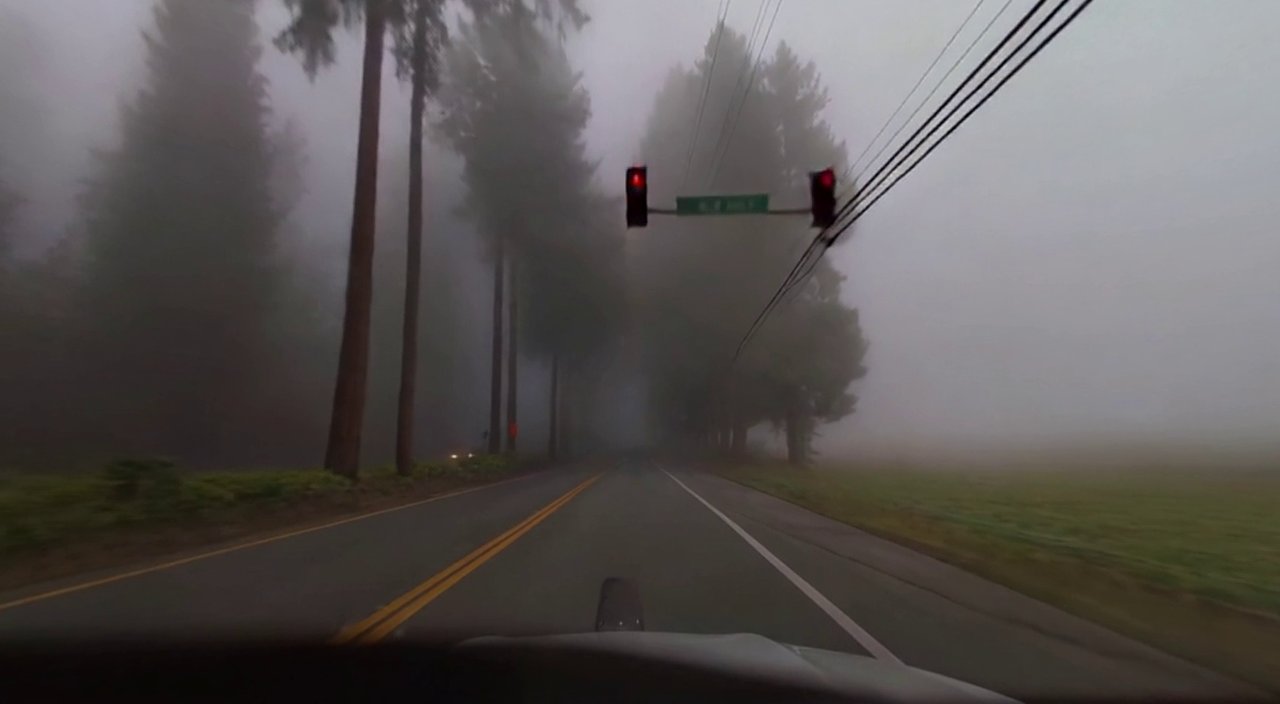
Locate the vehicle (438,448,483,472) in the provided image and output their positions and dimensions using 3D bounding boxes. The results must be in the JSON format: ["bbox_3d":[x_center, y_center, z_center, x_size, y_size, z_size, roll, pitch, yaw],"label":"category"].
[{"bbox_3d":[-13.548,8.141,47.863,2.030,1.688,4.527,-1,-9,1],"label":"vehicle"}]
